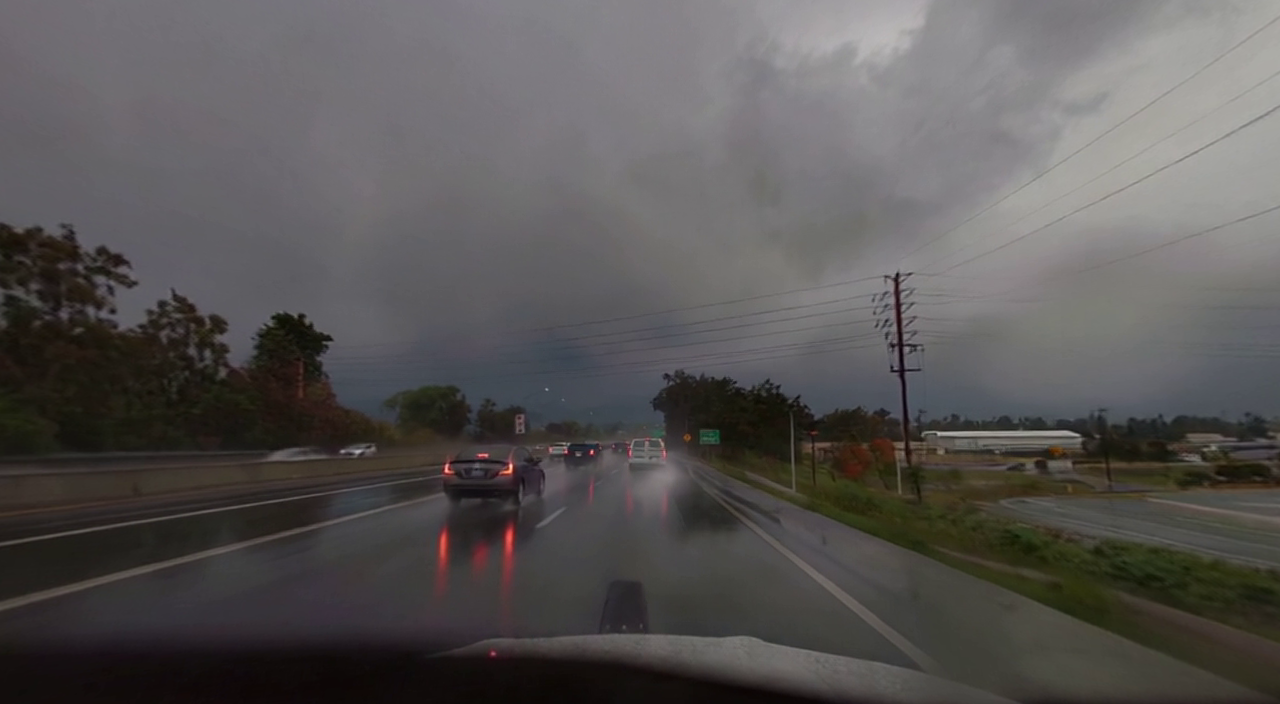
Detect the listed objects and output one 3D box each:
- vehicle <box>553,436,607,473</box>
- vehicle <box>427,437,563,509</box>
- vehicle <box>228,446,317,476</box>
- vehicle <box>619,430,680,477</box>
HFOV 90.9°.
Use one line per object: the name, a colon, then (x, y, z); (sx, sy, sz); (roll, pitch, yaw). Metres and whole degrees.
vehicle: (-2.929, 5.166, 31.901); (2.051, 1.695, 4.731); (-1, -8, 3)
vehicle: (-3.258, 2.820, 15.204); (2.092, 1.464, 4.466); (0, -8, 2)
vehicle: (-20.028, 5.918, 34.646); (1.886, 1.495, 4.780); (-1, -8, 2)
vehicle: (0.413, 4.239, 26.488); (2.319, 1.813, 4.274); (0, -8, 1)
